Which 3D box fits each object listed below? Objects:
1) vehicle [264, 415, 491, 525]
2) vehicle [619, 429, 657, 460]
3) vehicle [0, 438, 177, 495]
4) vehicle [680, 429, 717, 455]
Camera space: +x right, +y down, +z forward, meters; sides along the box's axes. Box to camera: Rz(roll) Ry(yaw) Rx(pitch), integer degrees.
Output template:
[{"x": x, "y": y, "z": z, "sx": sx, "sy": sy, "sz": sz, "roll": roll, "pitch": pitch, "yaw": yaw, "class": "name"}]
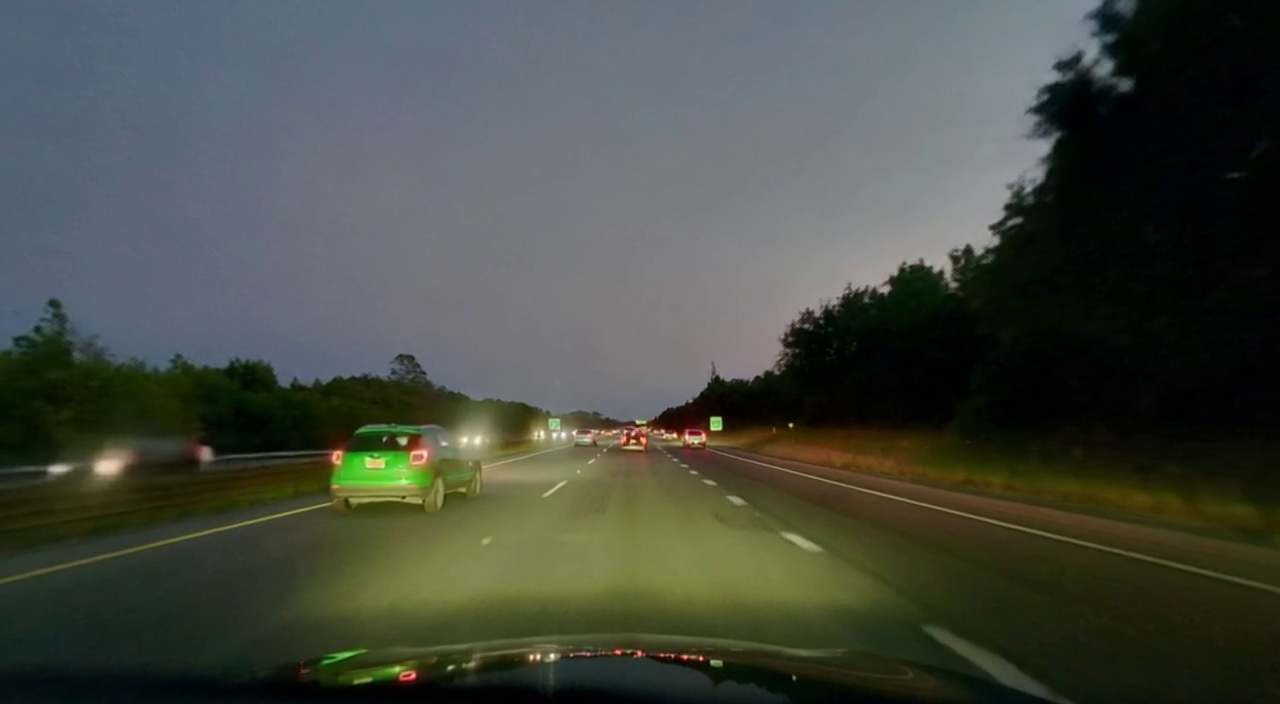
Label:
[{"x": -4.234, "y": 1.958, "z": 11.233, "sx": 2.023, "sy": 1.512, "sz": 4.804, "roll": 0, "pitch": -7, "yaw": 0, "class": "vehicle"}, {"x": -0.090, "y": 4.663, "z": 32.089, "sx": 1.869, "sy": 1.466, "sz": 3.356, "roll": 0, "pitch": -7, "yaw": 0, "class": "vehicle"}, {"x": -16.707, "y": 3.379, "z": 19.168, "sx": 1.853, "sy": 1.472, "sz": 4.612, "roll": 0, "pitch": -7, "yaw": -1, "class": "vehicle"}, {"x": 3.662, "y": 5.670, "z": 39.878, "sx": 1.841, "sy": 1.491, "sz": 3.869, "roll": 0, "pitch": -7, "yaw": -2, "class": "vehicle"}]
